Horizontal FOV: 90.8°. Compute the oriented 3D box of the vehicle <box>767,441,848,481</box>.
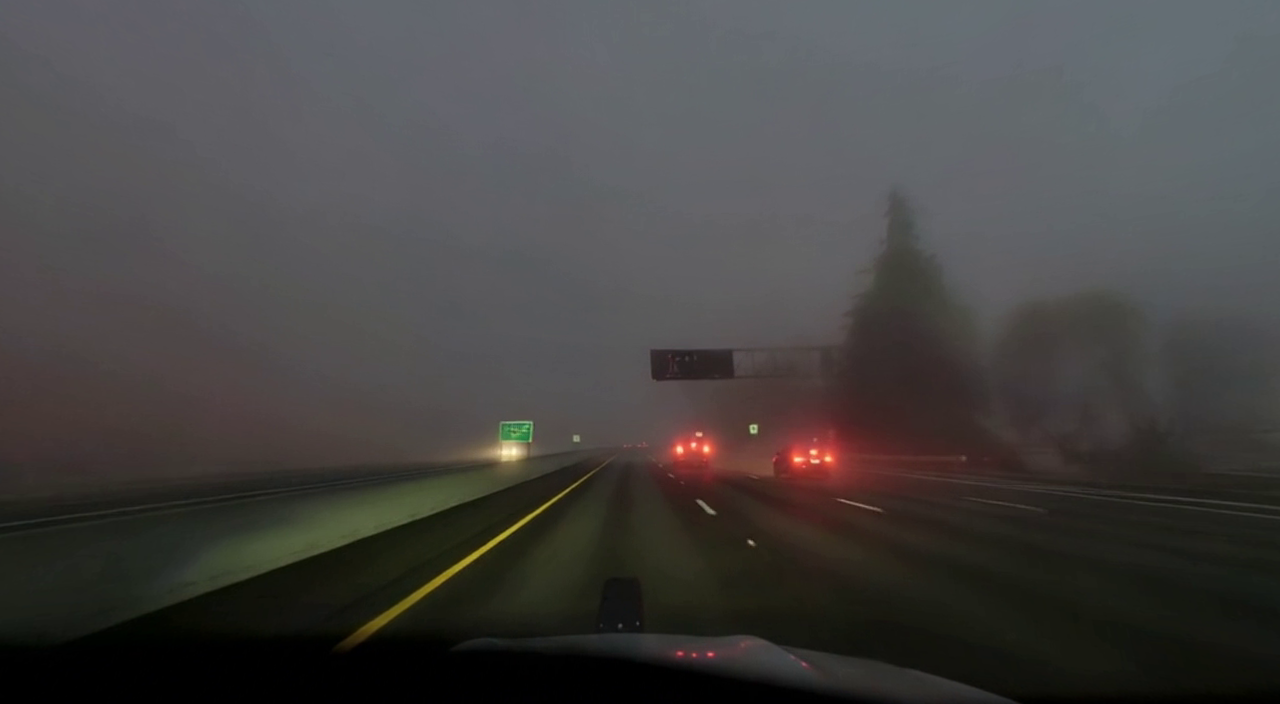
[{"bbox_3d":[6.493,4.268,25.025,2.009,1.456,4.097,0,-9,-1],"label":"vehicle"}]

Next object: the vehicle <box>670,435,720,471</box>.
[{"bbox_3d":[2.919,5.523,34.701,2.258,1.824,4.908,0,-9,-1],"label":"vehicle"}]
